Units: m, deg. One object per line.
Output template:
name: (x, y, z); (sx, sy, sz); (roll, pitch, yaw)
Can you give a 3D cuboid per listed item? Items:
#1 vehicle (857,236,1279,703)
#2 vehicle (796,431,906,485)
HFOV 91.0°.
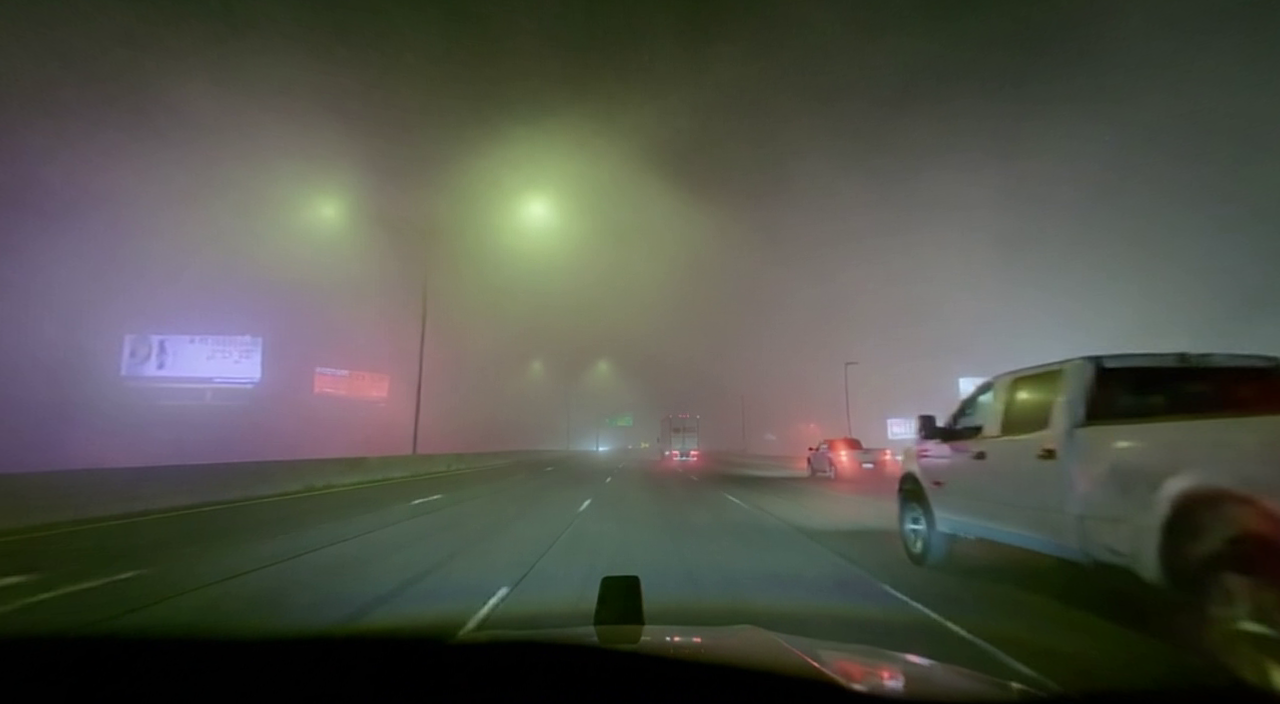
vehicle: (4.058, 0.898, 4.537); (2.740, 2.157, 6.300); (0, -9, 0)
vehicle: (8.455, 4.334, 25.945); (2.544, 1.947, 5.288); (0, -9, -2)
